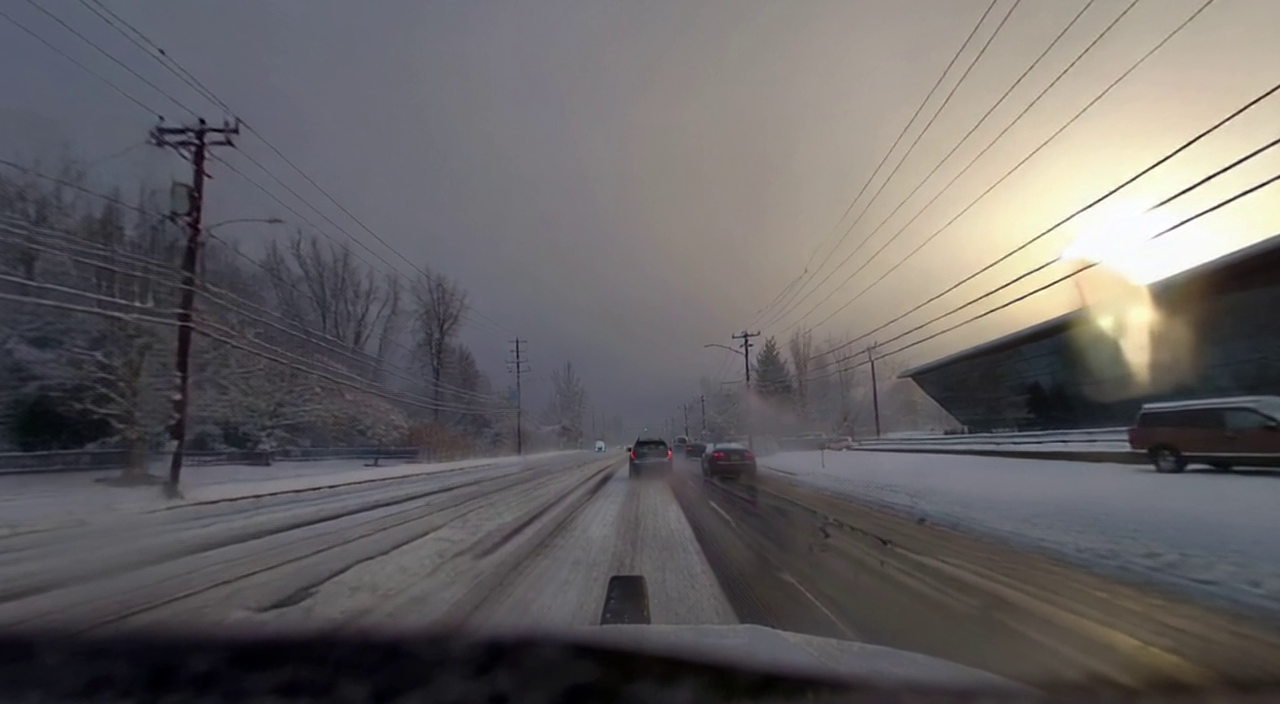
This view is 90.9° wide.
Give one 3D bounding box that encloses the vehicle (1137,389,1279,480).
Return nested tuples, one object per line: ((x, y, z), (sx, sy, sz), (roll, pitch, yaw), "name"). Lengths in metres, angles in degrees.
((14.452, 1.926, 14.594), (2.011, 1.893, 4.645), (0, -8, -1), "vehicle")

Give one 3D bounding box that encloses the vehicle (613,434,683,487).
((0.246, 3.727, 21.987), (2.200, 1.653, 4.127), (0, -8, 0), "vehicle")

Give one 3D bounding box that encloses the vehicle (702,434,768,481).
((3.618, 4.109, 24.799), (1.914, 1.698, 4.049), (0, -8, 0), "vehicle")
